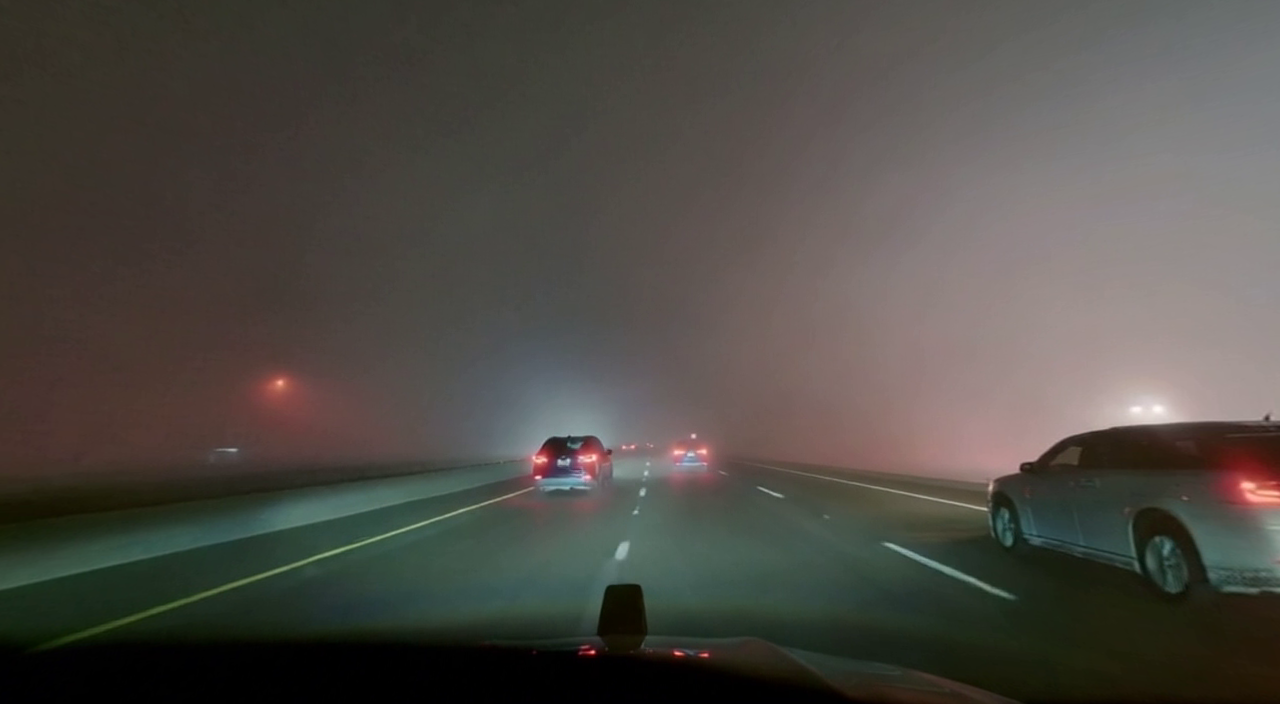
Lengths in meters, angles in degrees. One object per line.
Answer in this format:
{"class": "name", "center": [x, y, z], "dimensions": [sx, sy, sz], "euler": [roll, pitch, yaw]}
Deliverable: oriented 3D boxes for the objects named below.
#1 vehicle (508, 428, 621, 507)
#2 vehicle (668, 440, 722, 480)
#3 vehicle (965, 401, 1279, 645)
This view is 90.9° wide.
{"class": "vehicle", "center": [-1.793, 2.972, 16.710], "dimensions": [2.239, 1.761, 4.620], "euler": [-1, -8, 2]}
{"class": "vehicle", "center": [2.232, 4.511, 26.663], "dimensions": [2.000, 1.558, 3.945], "euler": [0, -8, 1]}
{"class": "vehicle", "center": [5.273, 1.390, 5.951], "dimensions": [2.027, 1.588, 4.611], "euler": [-1, -8, 2]}
